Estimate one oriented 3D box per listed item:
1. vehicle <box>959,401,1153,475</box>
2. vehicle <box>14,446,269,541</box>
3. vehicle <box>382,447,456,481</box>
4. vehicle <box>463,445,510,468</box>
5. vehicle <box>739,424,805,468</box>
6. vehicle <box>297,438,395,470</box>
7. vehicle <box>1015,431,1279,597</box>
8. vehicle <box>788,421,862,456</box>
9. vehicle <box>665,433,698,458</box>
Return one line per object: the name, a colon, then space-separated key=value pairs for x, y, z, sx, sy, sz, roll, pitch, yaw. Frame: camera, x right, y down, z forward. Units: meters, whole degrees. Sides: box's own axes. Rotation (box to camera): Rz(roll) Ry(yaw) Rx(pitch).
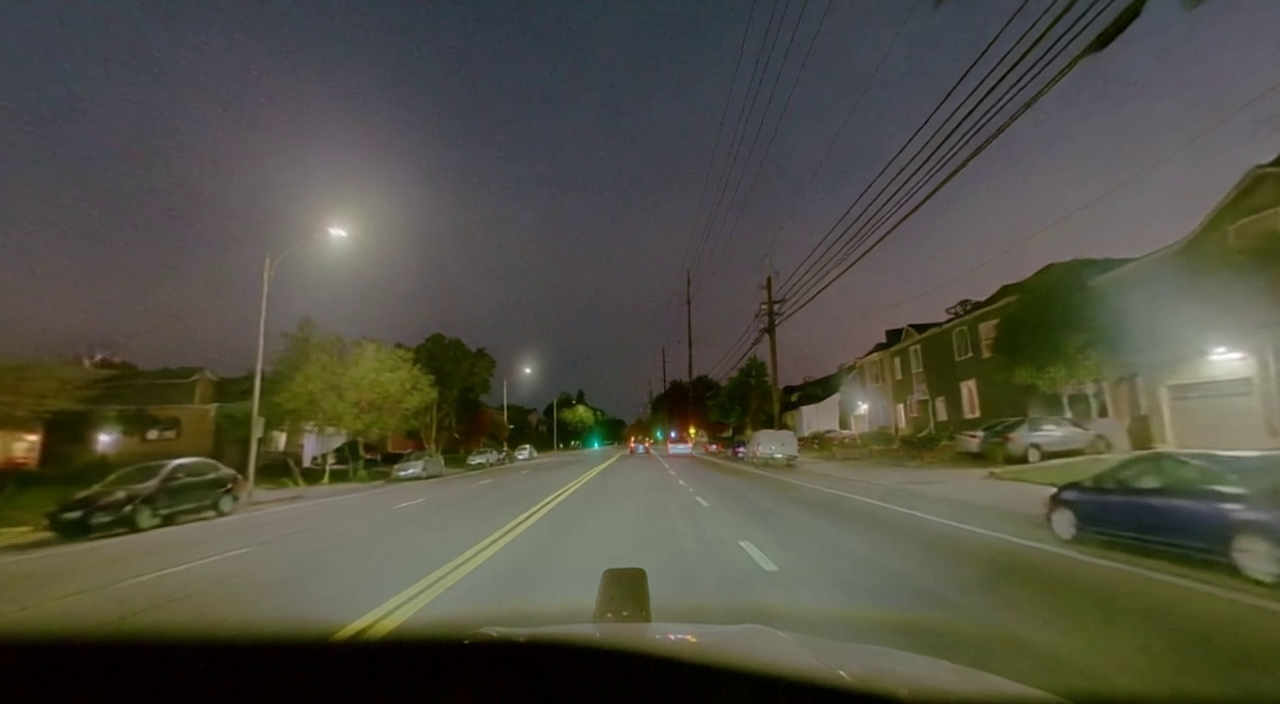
vehicle: x=12.830 y=2.668 z=19.683 sx=4.496 sy=1.773 sz=1.972 roll=-5 pitch=-8 yaw=-1
vehicle: x=-10.552 y=2.952 z=13.948 sx=1.965 sy=1.675 sz=4.577 roll=0 pitch=-8 yaw=-2
vehicle: x=-10.610 y=5.395 z=30.635 sx=1.896 sy=1.495 sz=4.425 roll=0 pitch=-8 yaw=1
vehicle: x=-10.345 y=7.046 z=42.740 sx=2.098 sy=1.503 sz=4.113 roll=0 pitch=-8 yaw=0
vehicle: x=6.720 y=4.885 z=32.772 sx=2.274 sy=2.090 sz=5.465 roll=0 pitch=-8 yaw=0
vehicle: x=-17.551 y=6.091 z=37.813 sx=4.745 sy=1.810 sz=2.197 roll=0 pitch=-8 yaw=2
vehicle: x=6.581 y=1.608 z=6.877 sx=2.070 sy=1.428 sz=4.636 roll=0 pitch=-8 yaw=-1
vehicle: x=12.898 y=6.080 z=44.126 sx=4.305 sy=1.844 sz=2.135 roll=-7 pitch=-9 yaw=1
vehicle: x=3.043 y=6.945 z=47.003 sx=2.070 sy=1.765 sz=4.731 roll=0 pitch=-8 yaw=-1
